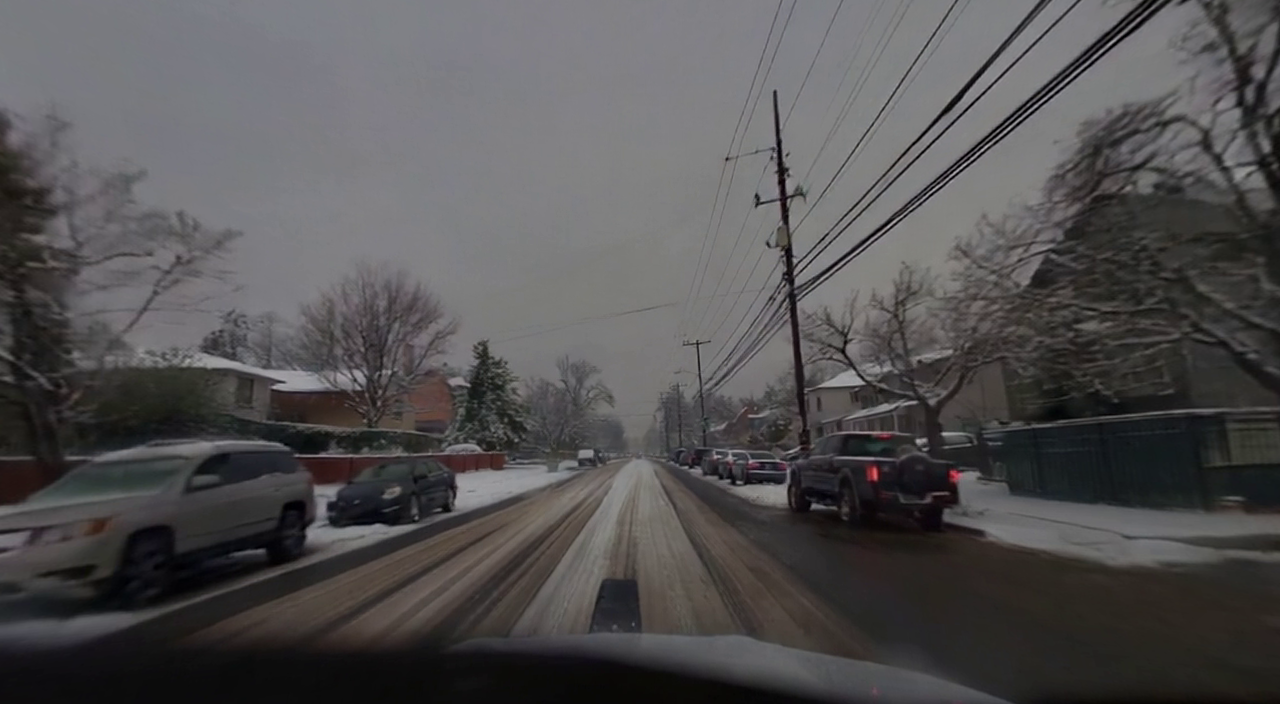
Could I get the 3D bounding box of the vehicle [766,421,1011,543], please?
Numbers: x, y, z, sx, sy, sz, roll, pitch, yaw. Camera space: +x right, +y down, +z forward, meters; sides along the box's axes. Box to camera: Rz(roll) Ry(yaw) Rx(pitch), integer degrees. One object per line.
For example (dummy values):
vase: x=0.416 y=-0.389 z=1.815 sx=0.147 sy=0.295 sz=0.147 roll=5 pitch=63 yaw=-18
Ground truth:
vehicle: x=4.538 y=2.502 z=13.052 sx=2.462 sy=1.894 sz=6.076 roll=0 pitch=-9 yaw=-1

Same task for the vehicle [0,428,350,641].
vehicle: x=-5.408 y=1.783 z=7.327 sx=1.971 sy=1.648 sz=4.638 roll=0 pitch=-9 yaw=-2

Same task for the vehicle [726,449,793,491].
vehicle: x=4.684 y=4.678 z=25.449 sx=1.859 sy=1.469 sz=4.550 roll=0 pitch=-9 yaw=0

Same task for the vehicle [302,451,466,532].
vehicle: x=-5.443 y=2.978 z=14.144 sx=1.856 sy=1.499 sz=4.216 roll=0 pitch=-9 yaw=1
